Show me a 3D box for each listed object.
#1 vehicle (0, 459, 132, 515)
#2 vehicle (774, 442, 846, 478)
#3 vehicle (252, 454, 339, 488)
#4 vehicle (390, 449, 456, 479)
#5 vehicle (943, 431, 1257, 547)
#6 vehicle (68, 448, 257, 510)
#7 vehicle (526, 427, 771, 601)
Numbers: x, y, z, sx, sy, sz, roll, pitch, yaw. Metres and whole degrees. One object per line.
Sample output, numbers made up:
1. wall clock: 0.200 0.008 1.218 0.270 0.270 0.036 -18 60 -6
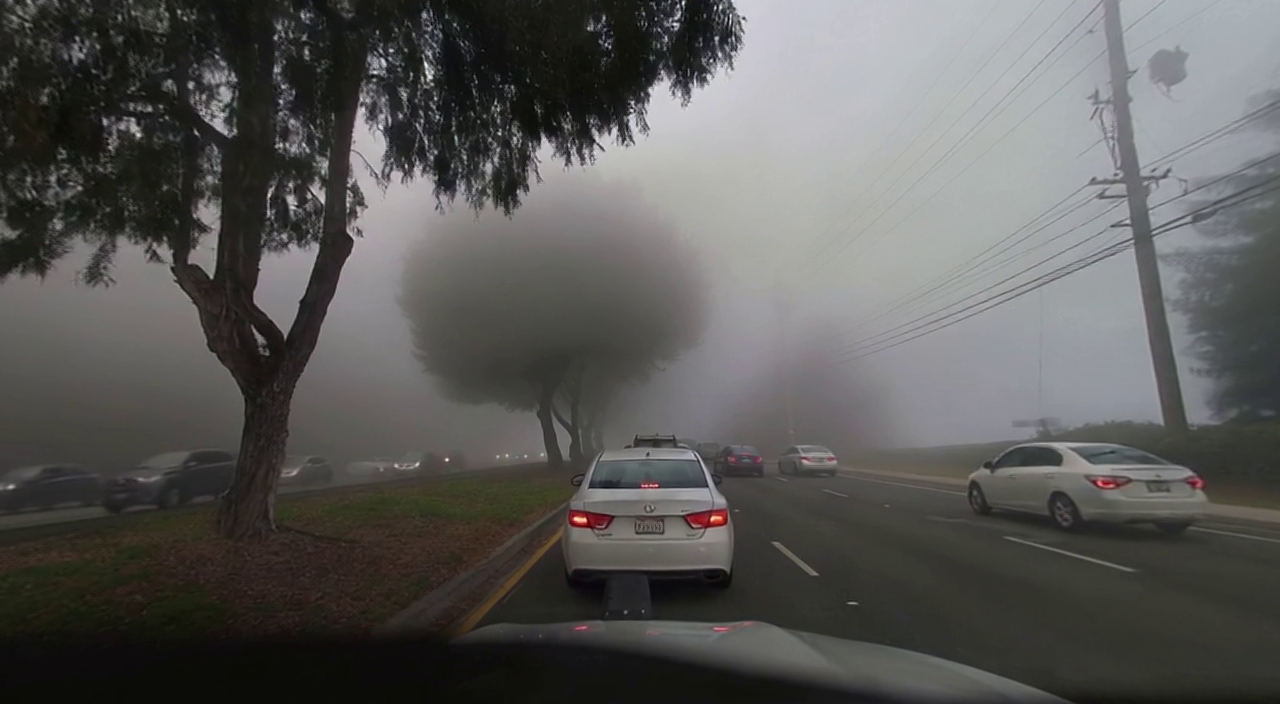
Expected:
1. vehicle: -19.334 4.307 20.518 1.853 1.489 4.449 0 -8 0
2. vehicle: 7.496 4.791 28.280 1.899 1.458 4.499 0 -8 0
3. vehicle: -16.694 5.754 30.854 1.856 1.452 4.530 0 -8 -3
4. vehicle: -11.835 6.125 34.716 1.988 1.486 4.586 0 -8 1
5. vehicle: 7.046 2.102 10.448 1.850 1.480 4.474 0 -8 0
6. vehicle: -14.992 3.978 20.302 2.291 1.682 4.835 0 -8 0
7. vehicle: 0.069 1.694 7.476 2.108 1.479 3.935 0 -8 0
